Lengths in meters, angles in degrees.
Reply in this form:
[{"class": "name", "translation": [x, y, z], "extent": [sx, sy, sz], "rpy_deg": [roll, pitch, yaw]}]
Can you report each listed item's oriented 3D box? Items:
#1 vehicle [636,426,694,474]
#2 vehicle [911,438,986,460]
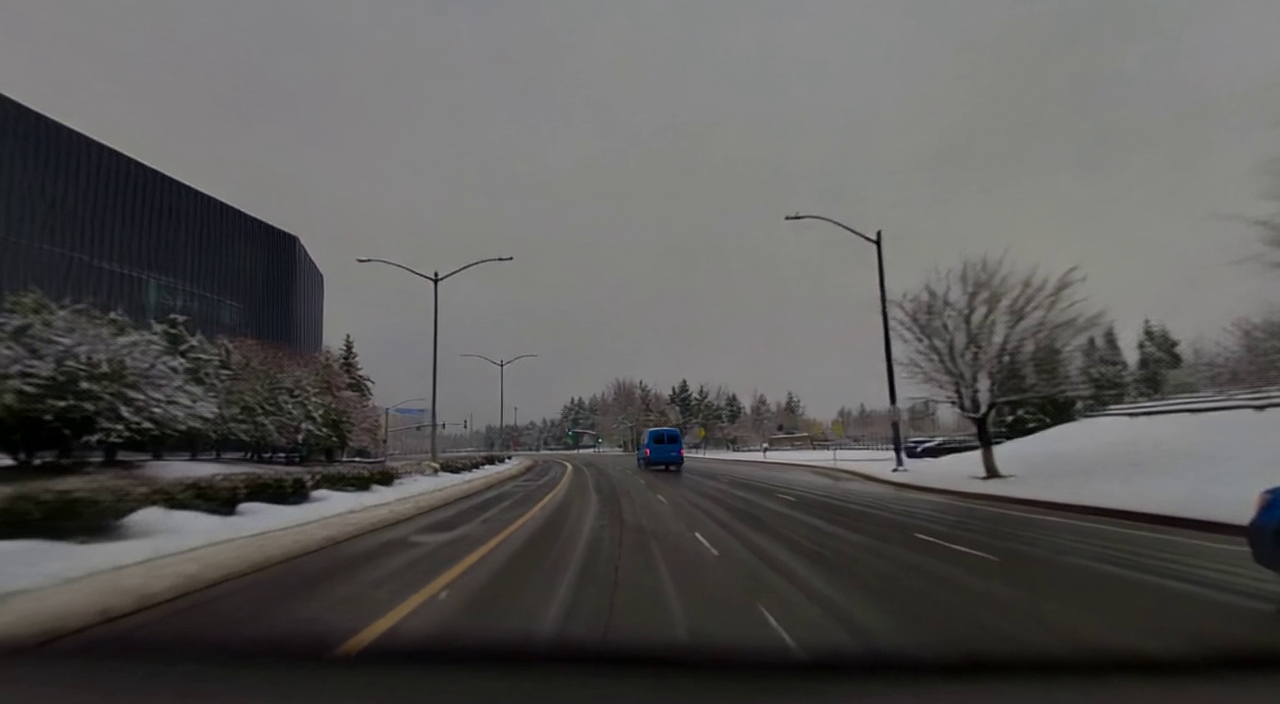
[{"class": "vehicle", "translation": [1.176, 5.017, 32.305], "extent": [2.339, 2.244, 4.817], "rpy_deg": [0, -8, -5]}, {"class": "vehicle", "translation": [21.957, 6.904, 44.940], "extent": [4.271, 1.470, 1.940], "rpy_deg": [0, -8, 0]}]
